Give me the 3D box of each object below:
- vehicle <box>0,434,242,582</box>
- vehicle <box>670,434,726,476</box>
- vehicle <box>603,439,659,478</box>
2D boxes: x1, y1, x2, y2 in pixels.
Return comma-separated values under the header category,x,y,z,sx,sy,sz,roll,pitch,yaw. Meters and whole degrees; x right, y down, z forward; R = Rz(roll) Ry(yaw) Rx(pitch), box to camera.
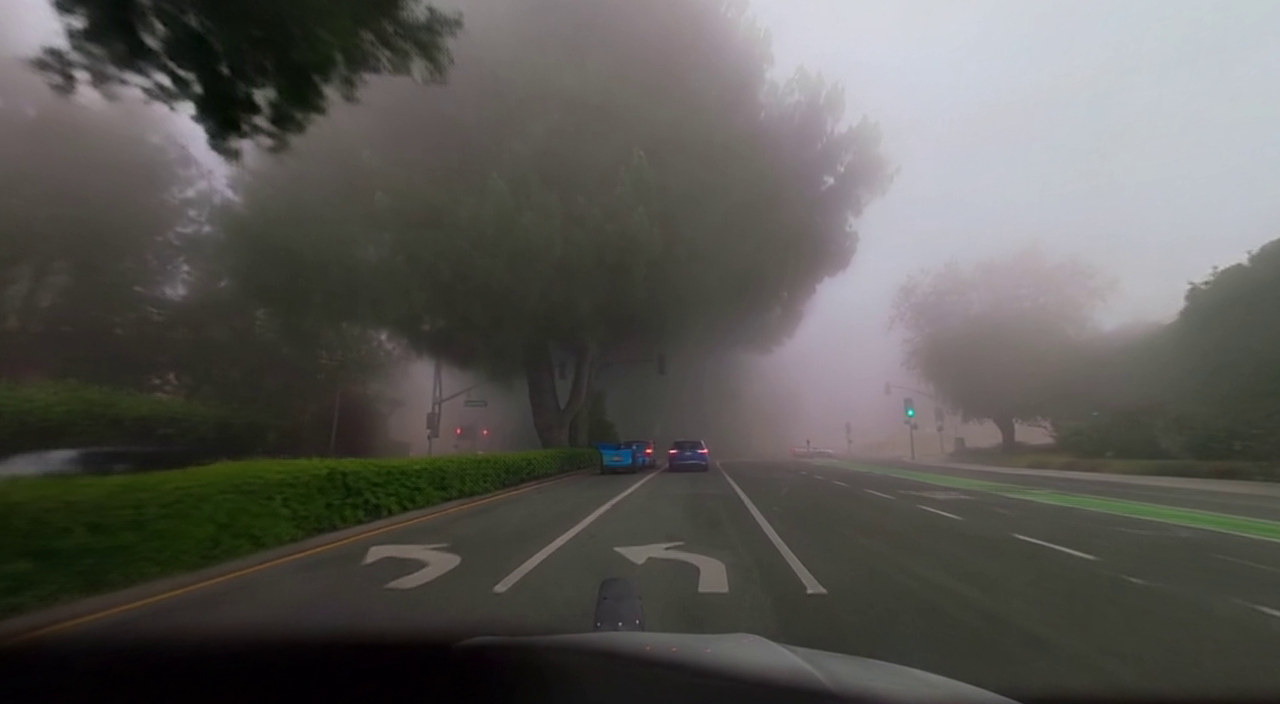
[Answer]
category,x,y,z,sx,sy,sz,roll,pitch,yaw
vehicle,-8.229,2.050,9.014,2.029,1.667,4.504,-1,-8,2
vehicle,2.572,4.580,28.263,2.286,1.701,4.395,-1,-8,4
vehicle,-0.297,4.448,26.629,1.923,1.498,3.887,-1,-9,5
